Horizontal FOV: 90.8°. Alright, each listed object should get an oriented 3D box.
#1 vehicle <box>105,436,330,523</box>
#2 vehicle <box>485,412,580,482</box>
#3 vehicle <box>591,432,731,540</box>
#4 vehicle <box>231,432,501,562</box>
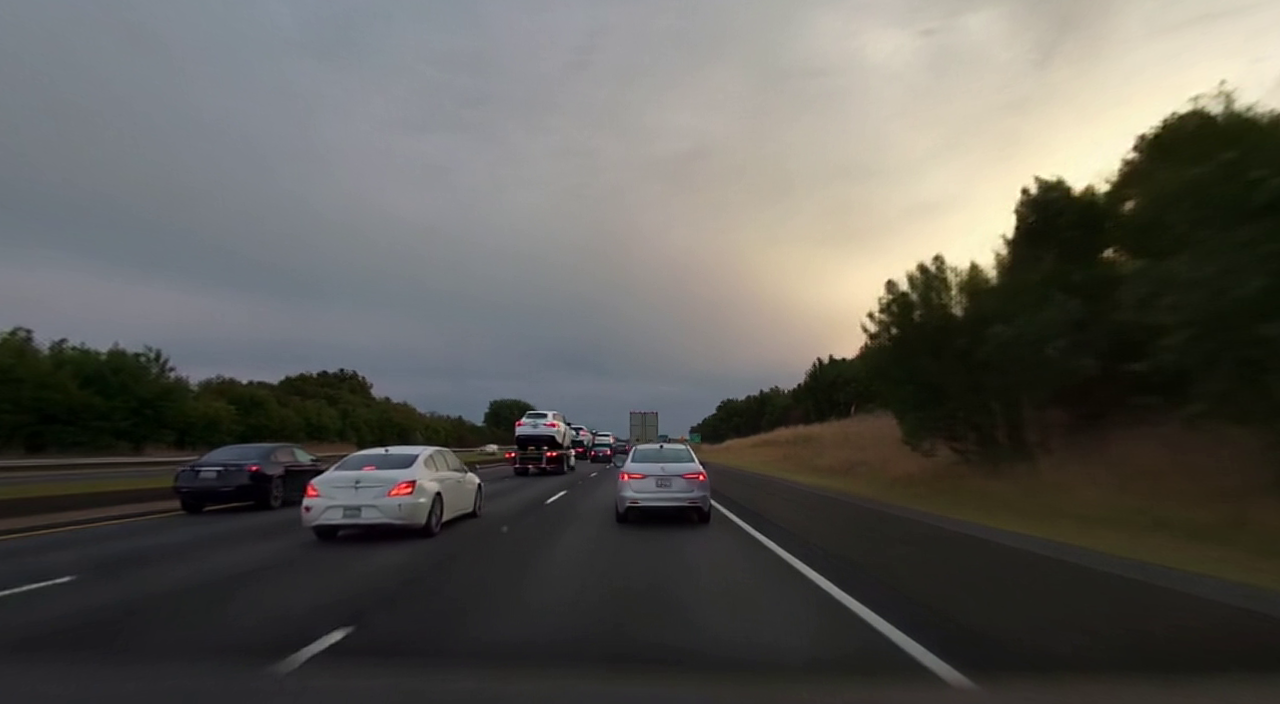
[{"bbox_3d":[-8.403,2.543,13.100,1.888,1.507,3.949,0,-9,0],"label":"vehicle"},{"bbox_3d":[-2.675,2.495,16.616,2.031,1.594,4.103,0,-9,-4],"label":"vehicle"},{"bbox_3d":[0.318,2.171,10.734,1.991,1.507,3.391,0,-9,1],"label":"vehicle"},{"bbox_3d":[-3.656,2.015,9.557,1.947,1.470,4.526,0,-9,2],"label":"vehicle"}]
